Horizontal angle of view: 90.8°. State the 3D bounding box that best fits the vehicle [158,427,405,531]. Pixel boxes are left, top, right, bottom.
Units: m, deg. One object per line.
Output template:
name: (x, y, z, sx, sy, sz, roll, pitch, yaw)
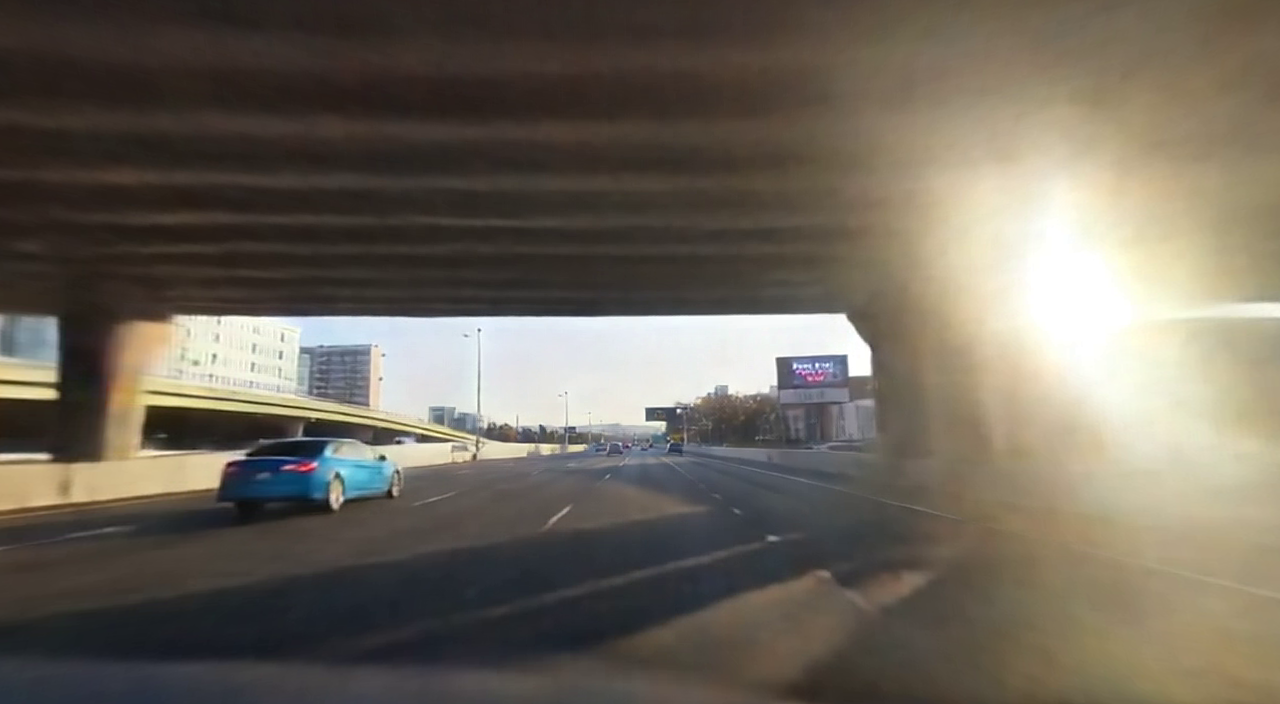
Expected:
vehicle: (-6.153, 2.212, 11.608, 1.990, 1.529, 4.288, 0, -8, 0)
